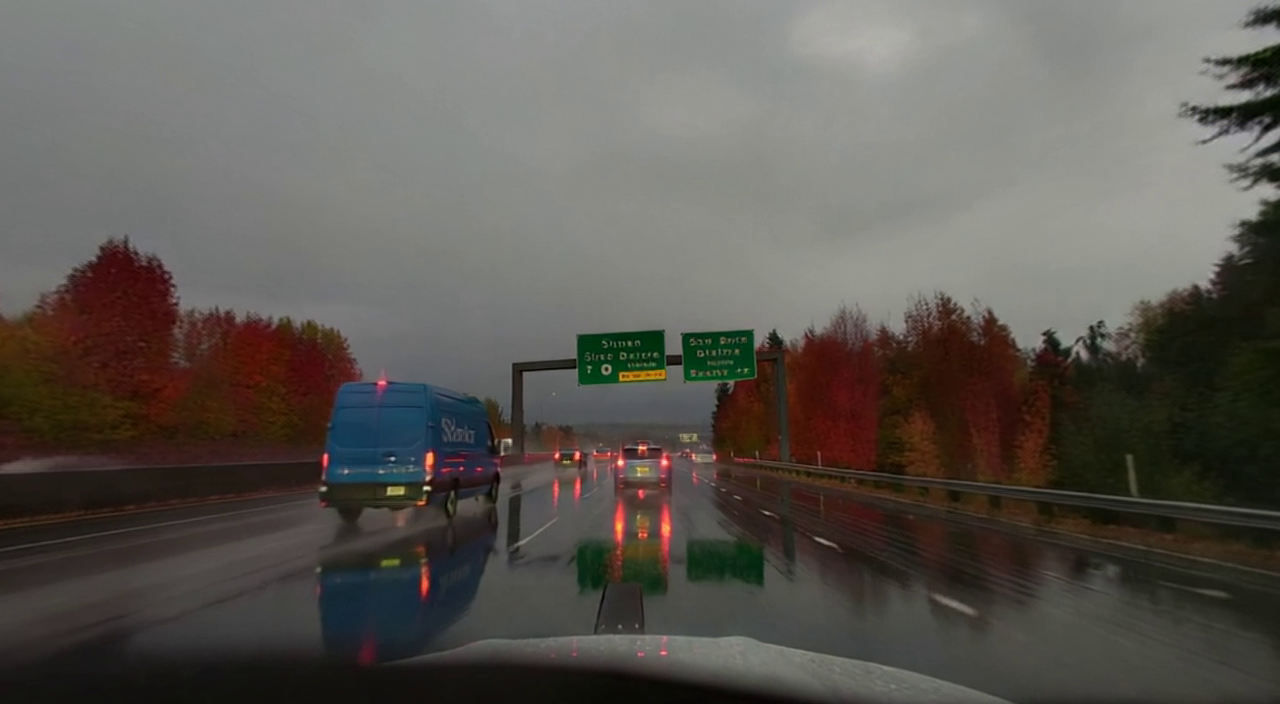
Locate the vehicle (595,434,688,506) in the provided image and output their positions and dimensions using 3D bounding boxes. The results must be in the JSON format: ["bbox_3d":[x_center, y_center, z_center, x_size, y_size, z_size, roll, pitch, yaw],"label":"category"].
[{"bbox_3d":[0.050,3.092,16.841,2.195,1.679,4.070,0,-9,1],"label":"vehicle"}]

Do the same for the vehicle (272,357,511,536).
[{"bbox_3d":[-4.337,1.853,12.408,2.275,2.692,5.810,0,-9,0],"label":"vehicle"}]

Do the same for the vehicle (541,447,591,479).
[{"bbox_3d":[-3.700,5.608,32.043,2.015,1.496,4.312,0,-9,1],"label":"vehicle"}]
